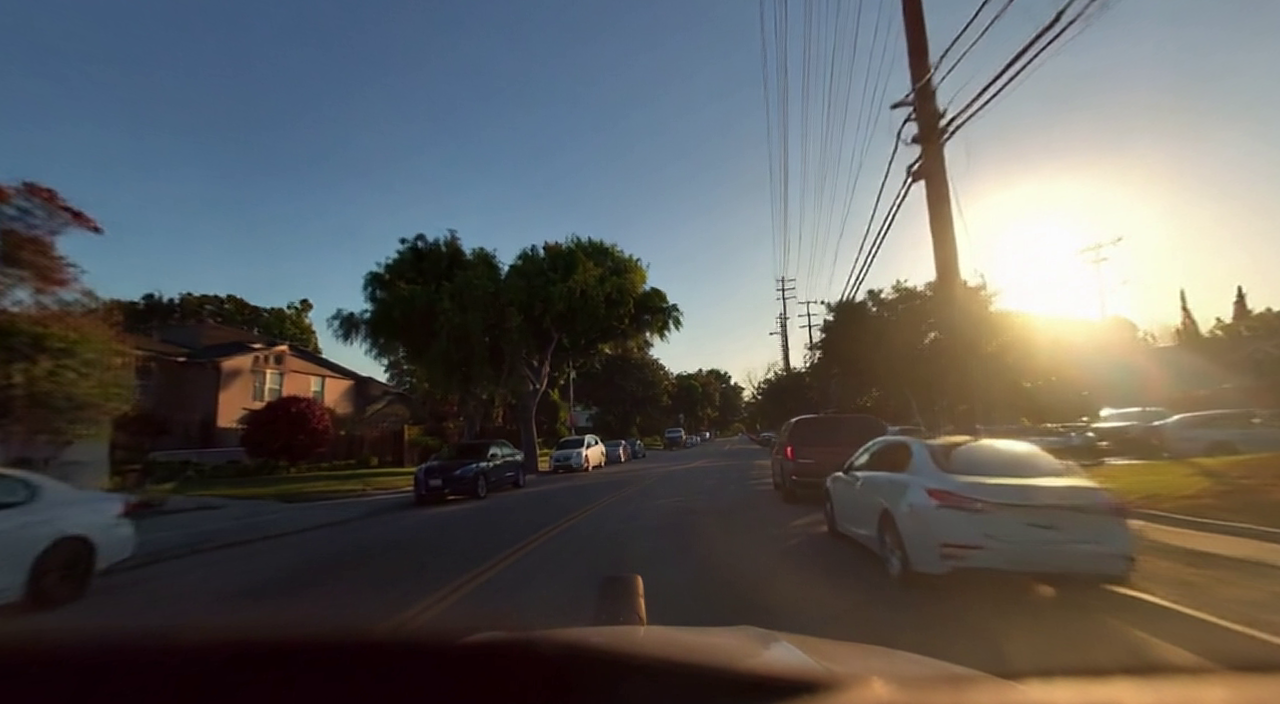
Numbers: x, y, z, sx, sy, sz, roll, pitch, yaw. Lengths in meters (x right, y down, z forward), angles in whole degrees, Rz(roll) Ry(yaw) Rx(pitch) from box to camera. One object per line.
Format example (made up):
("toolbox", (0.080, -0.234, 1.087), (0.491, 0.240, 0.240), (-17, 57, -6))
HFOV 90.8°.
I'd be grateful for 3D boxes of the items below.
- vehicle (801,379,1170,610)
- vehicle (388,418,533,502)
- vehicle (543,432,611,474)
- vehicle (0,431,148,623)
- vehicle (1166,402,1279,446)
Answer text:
("vehicle", (3.391, 1.489, 7.644), (2.032, 1.810, 5.047), (-1, -8, 6))
("vehicle", (-5.159, 3.274, 19.142), (2.353, 2.037, 5.358), (-5, -10, 6))
("vehicle", (-3.027, 5.014, 31.542), (2.192, 1.873, 4.985), (-3, -8, 9))
("vehicle", (-7.089, 1.555, 5.002), (2.184, 1.751, 5.057), (-4, -9, 3))
("vehicle", (27.544, 3.456, 29.625), (2.164, 1.722, 4.621), (-1, -11, 8))
